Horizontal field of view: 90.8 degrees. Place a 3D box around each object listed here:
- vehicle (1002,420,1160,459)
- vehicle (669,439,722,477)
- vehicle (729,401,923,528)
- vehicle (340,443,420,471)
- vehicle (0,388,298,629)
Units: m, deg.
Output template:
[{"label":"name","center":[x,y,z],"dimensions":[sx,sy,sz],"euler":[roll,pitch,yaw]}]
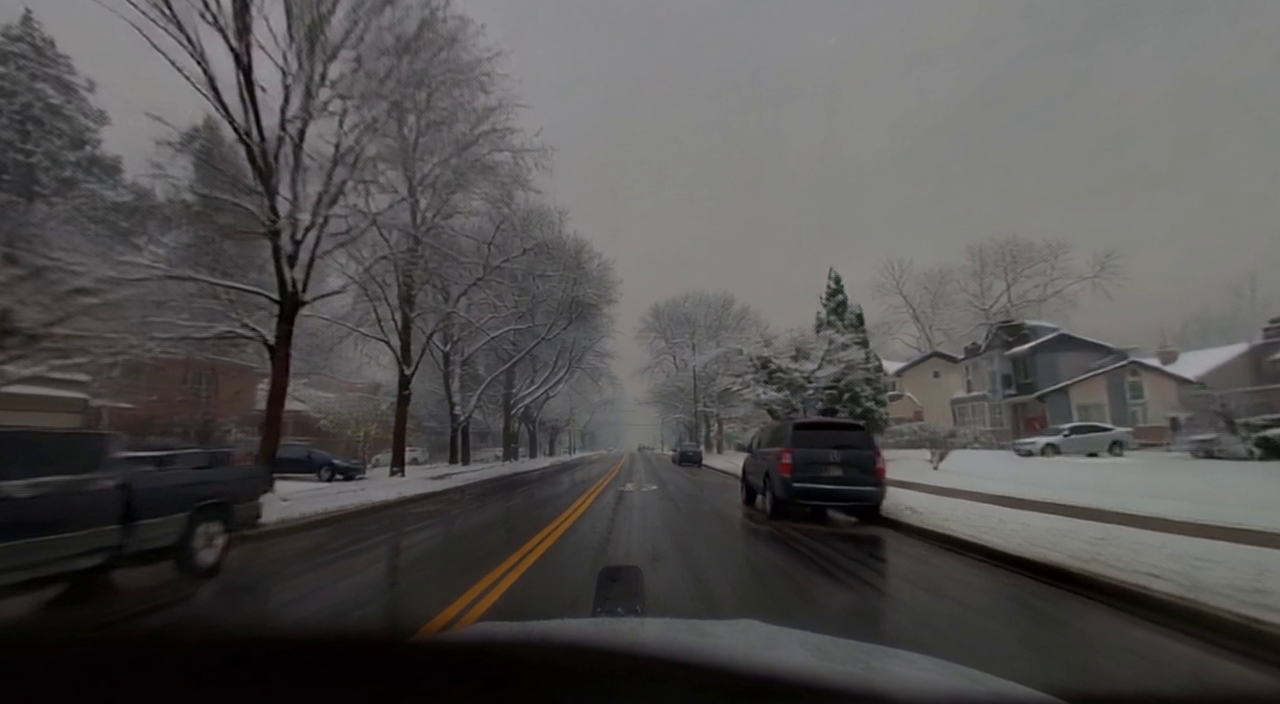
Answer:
[{"label":"vehicle","center":[16.892,3.384,24.401],"dimensions":[4.560,1.350,1.882],"euler":[-2,-7,4]},{"label":"vehicle","center":[2.539,5.023,30.201],"dimensions":[1.988,1.618,4.567],"euler":[-1,-8,-2]},{"label":"vehicle","center":[2.878,1.870,10.975],"dimensions":[2.007,1.702,4.430],"euler":[-1,-8,0]},{"label":"vehicle","center":[-16.959,6.826,41.349],"dimensions":[4.331,1.738,2.067],"euler":[0,-8,0]},{"label":"vehicle","center":[-5.885,1.401,6.003],"dimensions":[2.102,1.801,5.574],"euler":[-1,-9,1]}]
